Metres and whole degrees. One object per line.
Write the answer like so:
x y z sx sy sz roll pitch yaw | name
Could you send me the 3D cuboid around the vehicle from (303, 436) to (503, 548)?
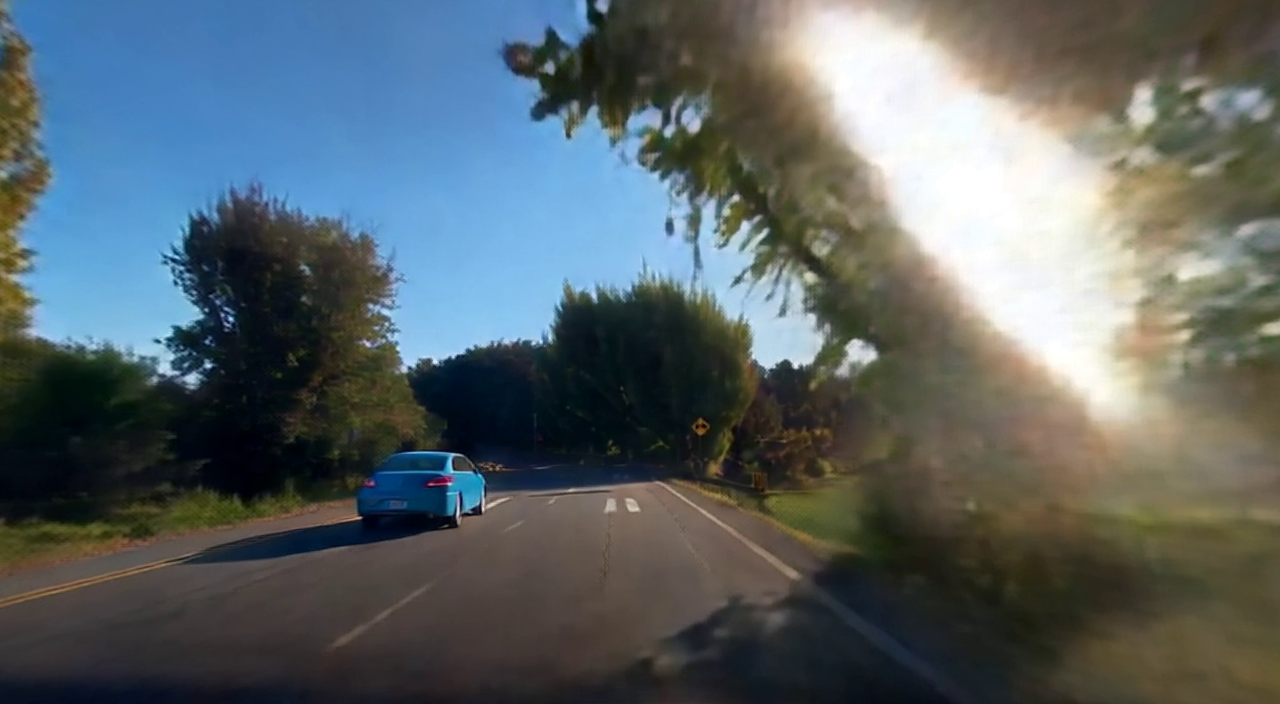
-3.903 2.370 11.257 2.078 1.607 3.959 0 -9 -1 | vehicle
